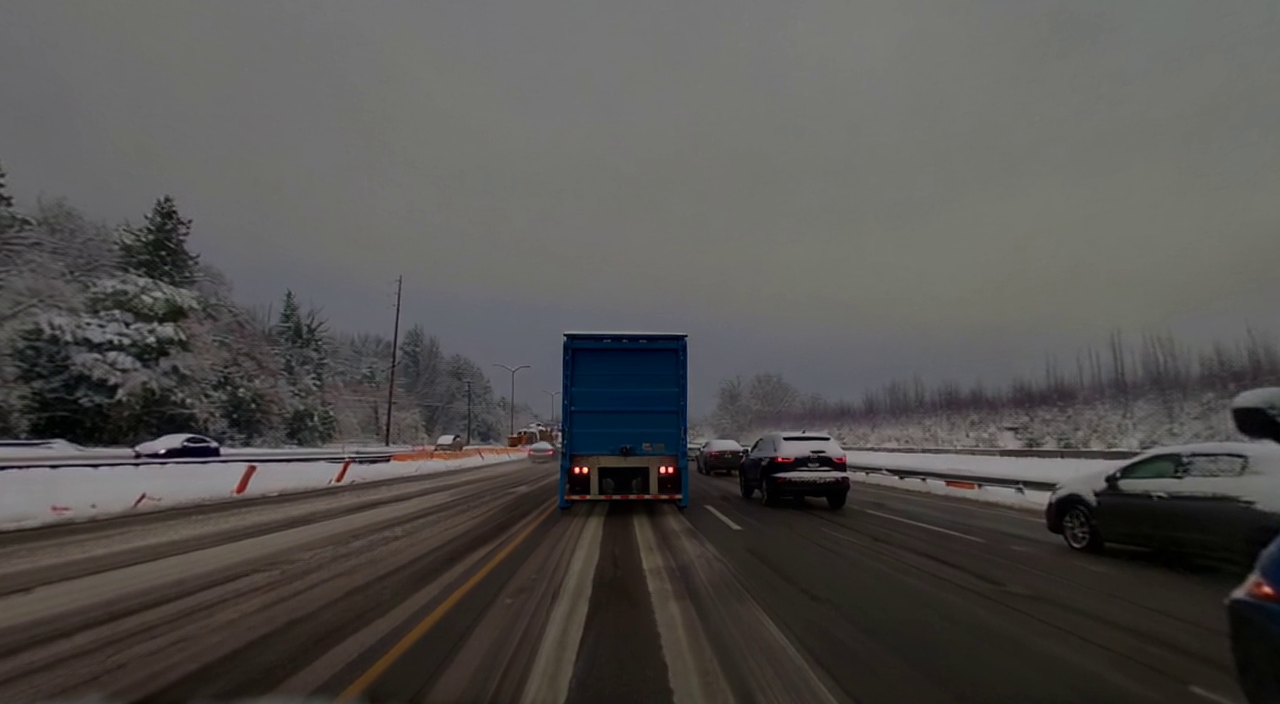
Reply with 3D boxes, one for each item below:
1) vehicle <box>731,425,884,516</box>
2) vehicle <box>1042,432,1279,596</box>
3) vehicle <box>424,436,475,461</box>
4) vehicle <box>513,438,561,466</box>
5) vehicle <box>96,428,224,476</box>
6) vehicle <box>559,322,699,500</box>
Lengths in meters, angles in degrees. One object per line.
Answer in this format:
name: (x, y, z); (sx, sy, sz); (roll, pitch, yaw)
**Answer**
vehicle: (3.504, 2.574, 14.142); (2.103, 1.713, 4.173); (1, -9, -3)
vehicle: (7.406, 1.747, 7.059); (2.070, 1.632, 4.774); (2, -9, -11)
vehicle: (-14.271, 7.255, 47.581); (2.054, 1.708, 4.663); (2, -8, 4)
vehicle: (-5.971, 5.862, 37.048); (2.014, 1.477, 4.595); (0, -9, 0)
vehicle: (-21.587, 4.465, 28.367); (4.632, 1.852, 2.033); (0, -8, 16)
vehicle: (-0.437, 2.045, 19.127); (3.067, 3.940, 10.154); (1, -9, -2)
